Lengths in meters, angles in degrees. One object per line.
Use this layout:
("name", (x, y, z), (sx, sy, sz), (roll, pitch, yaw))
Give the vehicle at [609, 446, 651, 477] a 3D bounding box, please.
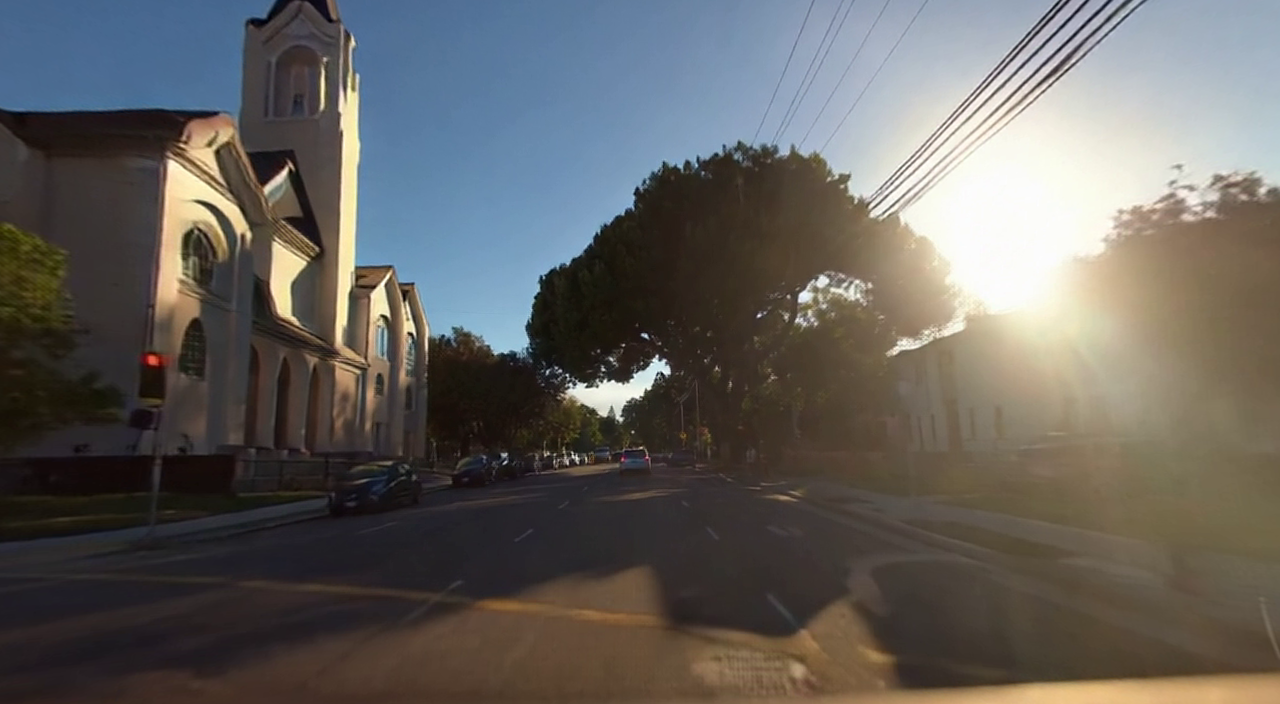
("vehicle", (-0.515, 5.827, 33.737), (2.093, 1.497, 4.010), (0, -9, -1))
